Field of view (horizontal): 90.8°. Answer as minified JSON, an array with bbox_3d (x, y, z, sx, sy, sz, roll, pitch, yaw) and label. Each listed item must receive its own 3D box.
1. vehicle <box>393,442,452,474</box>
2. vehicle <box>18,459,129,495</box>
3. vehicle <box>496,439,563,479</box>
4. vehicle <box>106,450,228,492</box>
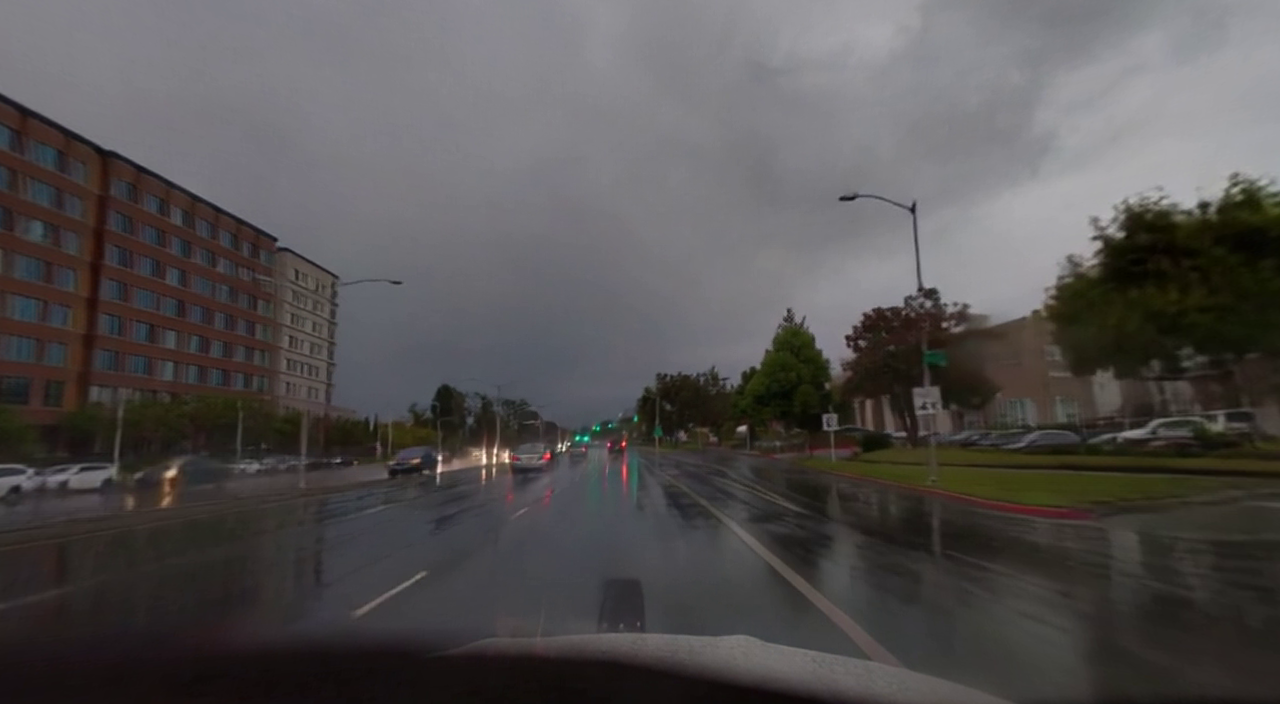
[{"bbox_3d":[-13.173,6.414,38.623,2.150,1.721,4.465,-2,-8,-2],"label":"vehicle"},{"bbox_3d":[-30.198,6.644,33.911,1.872,1.644,4.627,0,-8,-4],"label":"vehicle"},{"bbox_3d":[-4.396,4.335,25.845,2.025,1.474,4.292,0,-8,0],"label":"vehicle"},{"bbox_3d":[-22.695,5.706,30.630,2.201,1.782,4.675,0,-8,2],"label":"vehicle"}]
